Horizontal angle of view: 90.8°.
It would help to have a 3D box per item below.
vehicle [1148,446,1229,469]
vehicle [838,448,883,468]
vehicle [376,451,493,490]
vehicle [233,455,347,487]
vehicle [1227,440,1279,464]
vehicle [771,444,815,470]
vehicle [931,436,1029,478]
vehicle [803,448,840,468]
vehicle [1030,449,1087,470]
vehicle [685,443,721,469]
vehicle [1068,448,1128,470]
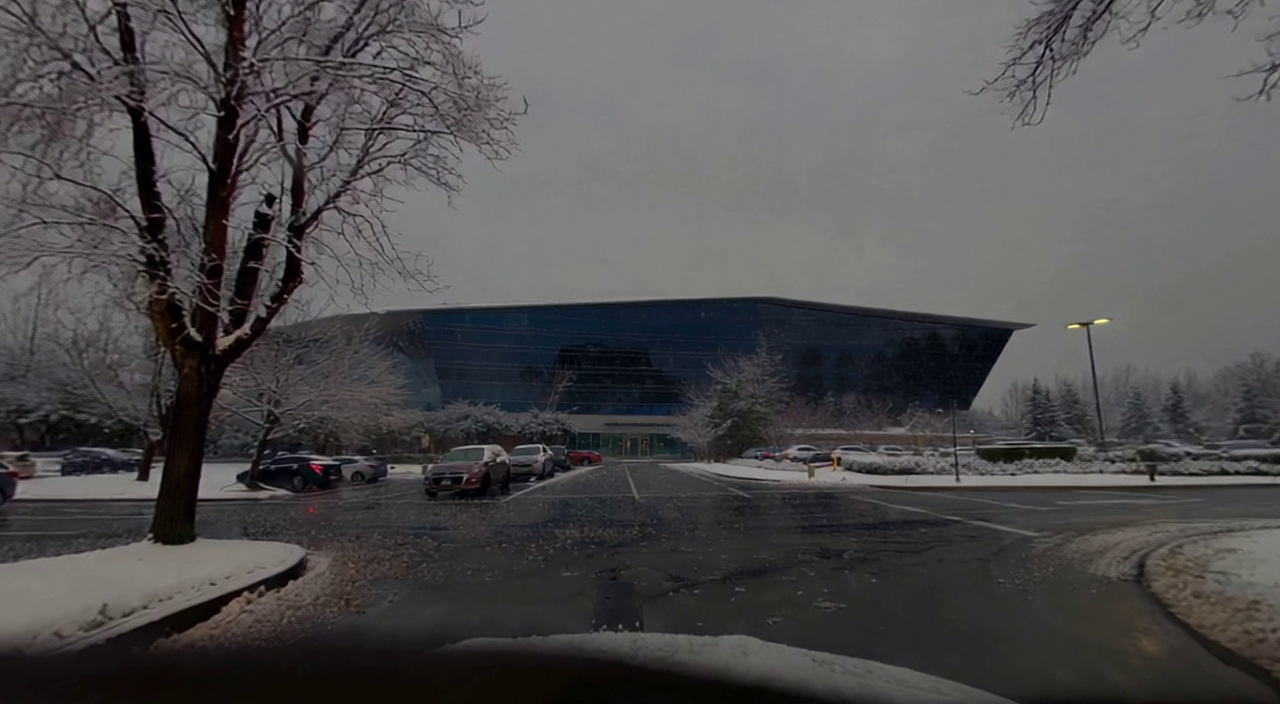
[{"bbox_3d":[37.013,7.119,42.784,1.678,1.423,4.191,0,-8,-1],"label":"vehicle"},{"bbox_3d":[17.051,8.223,49.087,1.971,1.478,4.477,0,-8,1],"label":"vehicle"},{"bbox_3d":[-8.712,4.976,26.904,4.442,1.504,1.809,5,-10,-28],"label":"vehicle"},{"bbox_3d":[-16.748,5.687,30.366,4.331,1.437,1.876,0,-8,2],"label":"vehicle"},{"bbox_3d":[43.059,6.810,43.077,1.758,1.572,4.421,0,-8,1],"label":"vehicle"},{"bbox_3d":[10.522,7.207,43.720,1.936,1.673,4.305,0,-8,0],"label":"vehicle"},{"bbox_3d":[16.476,5.099,30.975,2.048,1.852,4.998,0,-9,1],"label":"vehicle"},{"bbox_3d":[14.203,8.300,49.642,1.935,1.477,3.719,0,-8,3],"label":"vehicle"},{"bbox_3d":[28.330,7.290,42.883,1.495,1.371,3.336,-1,-9,-2],"label":"vehicle"},{"bbox_3d":[4.617,7.752,47.298,2.262,1.794,5.331,0,-8,1],"label":"vehicle"},{"bbox_3d":[31.289,7.309,43.251,1.519,1.371,3.278,0,-8,-1],"label":"vehicle"}]
